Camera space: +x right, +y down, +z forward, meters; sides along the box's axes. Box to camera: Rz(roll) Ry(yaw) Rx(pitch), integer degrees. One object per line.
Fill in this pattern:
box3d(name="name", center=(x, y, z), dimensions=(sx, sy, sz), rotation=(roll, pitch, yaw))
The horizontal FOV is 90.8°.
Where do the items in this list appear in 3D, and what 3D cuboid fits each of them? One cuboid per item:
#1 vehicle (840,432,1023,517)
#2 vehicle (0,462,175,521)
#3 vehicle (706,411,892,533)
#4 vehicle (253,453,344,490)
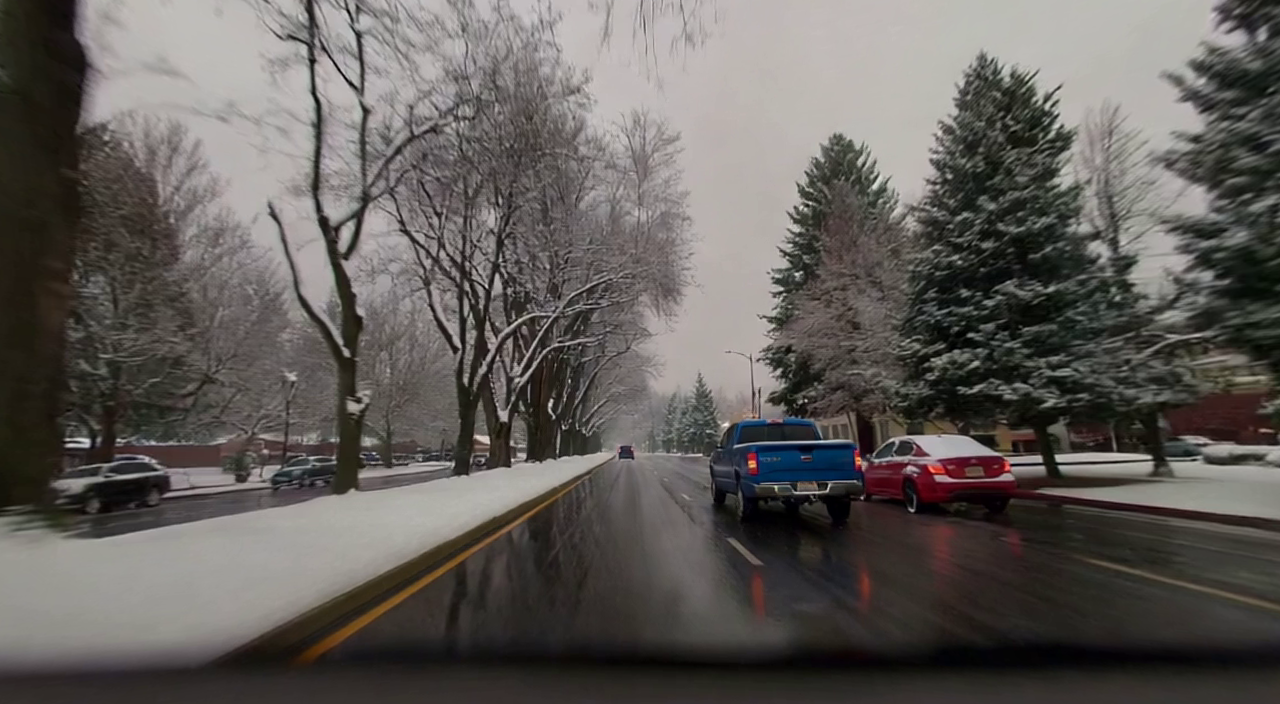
box3d(name="vehicle", center=(6.251, 2.654, 14.231), dimensions=(1.993, 1.604, 4.260), rotation=(0, -8, -1))
box3d(name="vehicle", center=(-17.067, 4.213, 19.533), dimensions=(1.960, 1.461, 4.495), rotation=(0, -8, 0))
box3d(name="vehicle", center=(2.683, 2.210, 12.247), dimensions=(2.138, 1.836, 5.245), rotation=(0, -8, -1))
box3d(name="vehicle", center=(-17.482, 6.099, 32.612), dimensions=(2.133, 1.724, 4.642), rotation=(0, -9, -1))
